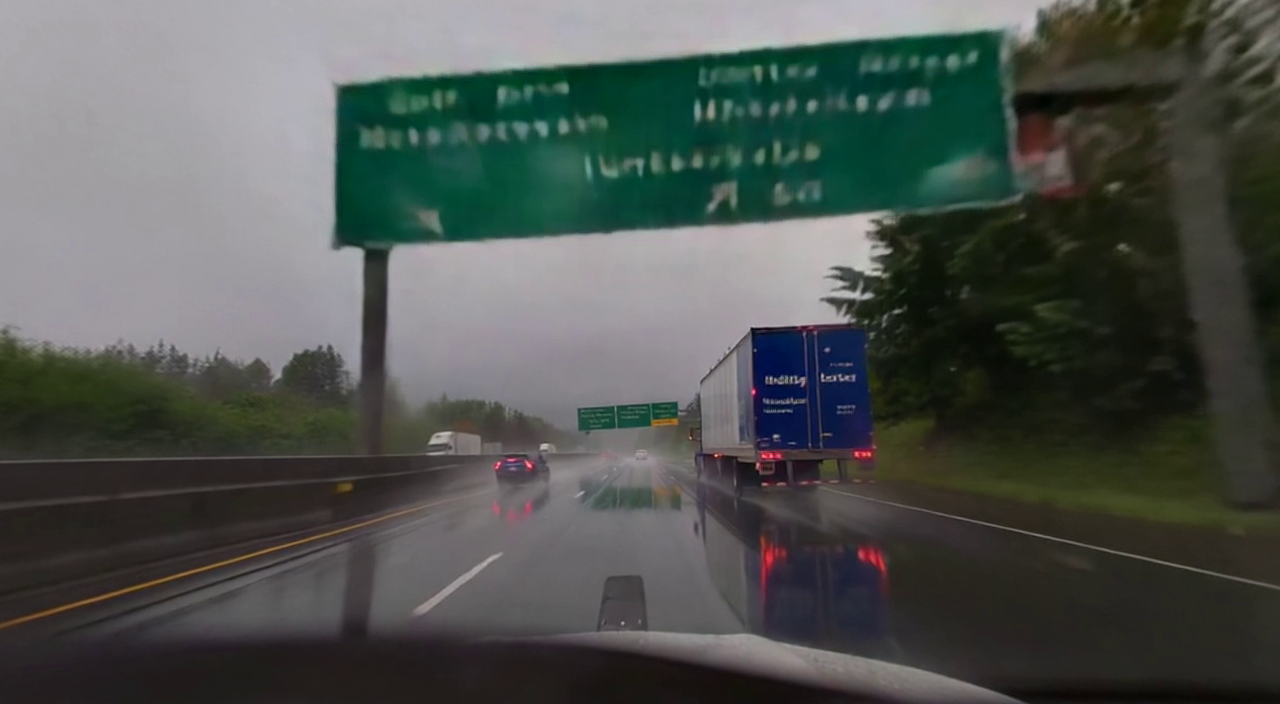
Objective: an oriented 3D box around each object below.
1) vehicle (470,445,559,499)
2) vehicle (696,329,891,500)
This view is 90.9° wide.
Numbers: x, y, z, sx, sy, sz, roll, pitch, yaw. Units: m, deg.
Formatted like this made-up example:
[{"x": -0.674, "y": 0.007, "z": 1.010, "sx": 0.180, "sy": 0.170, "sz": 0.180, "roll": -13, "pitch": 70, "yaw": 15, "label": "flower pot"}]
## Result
[{"x": -3.797, "y": 3.696, "z": 19.812, "sx": 1.918, "sy": 1.510, "sz": 4.006, "roll": 0, "pitch": -9, "yaw": 1, "label": "vehicle"}, {"x": 4.177, "y": 2.495, "z": 21.676, "sx": 3.025, "sy": 4.005, "sz": 14.010, "roll": 0, "pitch": -9, "yaw": -1, "label": "vehicle"}]
